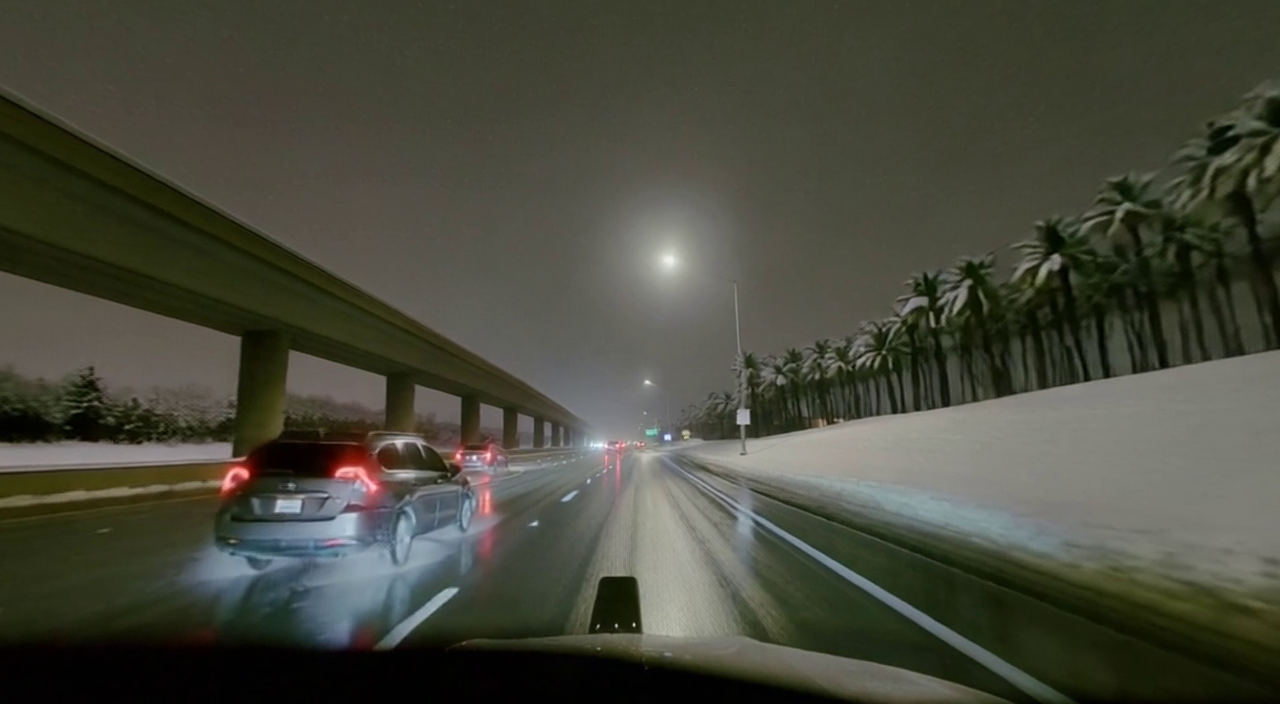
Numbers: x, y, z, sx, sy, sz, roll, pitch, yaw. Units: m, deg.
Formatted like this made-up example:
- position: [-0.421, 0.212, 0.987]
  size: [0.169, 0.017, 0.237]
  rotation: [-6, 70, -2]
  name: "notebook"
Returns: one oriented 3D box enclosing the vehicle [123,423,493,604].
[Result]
- position: [-3.340, 1.713, 7.714]
  size: [1.978, 1.499, 4.695]
  rotation: [0, -8, 0]
  name: "vehicle"
